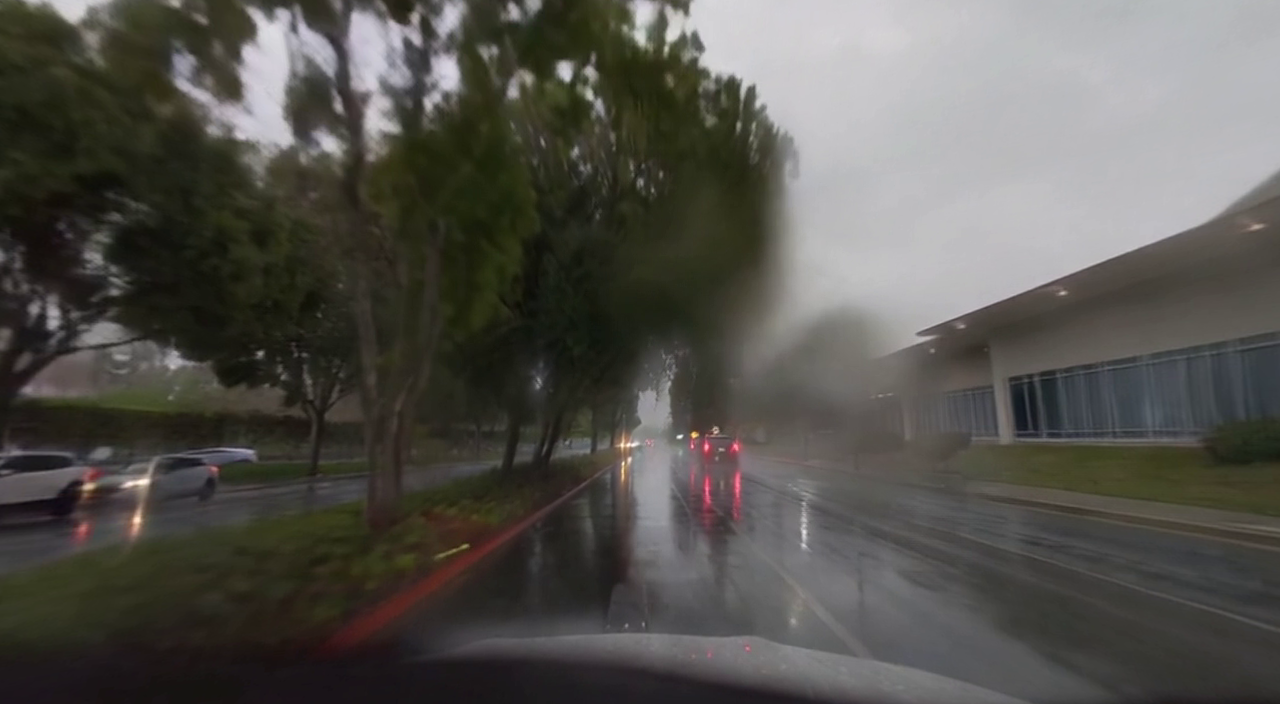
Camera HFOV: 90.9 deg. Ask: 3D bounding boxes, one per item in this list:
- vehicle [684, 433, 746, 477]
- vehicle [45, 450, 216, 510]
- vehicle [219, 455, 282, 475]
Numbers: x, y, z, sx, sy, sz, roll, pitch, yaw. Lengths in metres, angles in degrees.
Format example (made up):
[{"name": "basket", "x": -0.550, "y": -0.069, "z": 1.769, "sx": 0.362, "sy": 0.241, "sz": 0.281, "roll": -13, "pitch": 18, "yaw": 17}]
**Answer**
[{"name": "vehicle", "x": 3.178, "y": 4.472, "z": 27.714, "sx": 2.143, "sy": 1.759, "sz": 4.378, "roll": 0, "pitch": -8, "yaw": -1}, {"name": "vehicle", "x": -16.538, "y": 4.137, "z": 20.834, "sx": 1.980, "sy": 1.695, "sz": 4.350, "roll": 0, "pitch": -8, "yaw": 0}, {"name": "vehicle", "x": -30.722, "y": 8.899, "z": 49.889, "sx": 1.875, "sy": 1.477, "sz": 4.858, "roll": 0, "pitch": -9, "yaw": 1}]
